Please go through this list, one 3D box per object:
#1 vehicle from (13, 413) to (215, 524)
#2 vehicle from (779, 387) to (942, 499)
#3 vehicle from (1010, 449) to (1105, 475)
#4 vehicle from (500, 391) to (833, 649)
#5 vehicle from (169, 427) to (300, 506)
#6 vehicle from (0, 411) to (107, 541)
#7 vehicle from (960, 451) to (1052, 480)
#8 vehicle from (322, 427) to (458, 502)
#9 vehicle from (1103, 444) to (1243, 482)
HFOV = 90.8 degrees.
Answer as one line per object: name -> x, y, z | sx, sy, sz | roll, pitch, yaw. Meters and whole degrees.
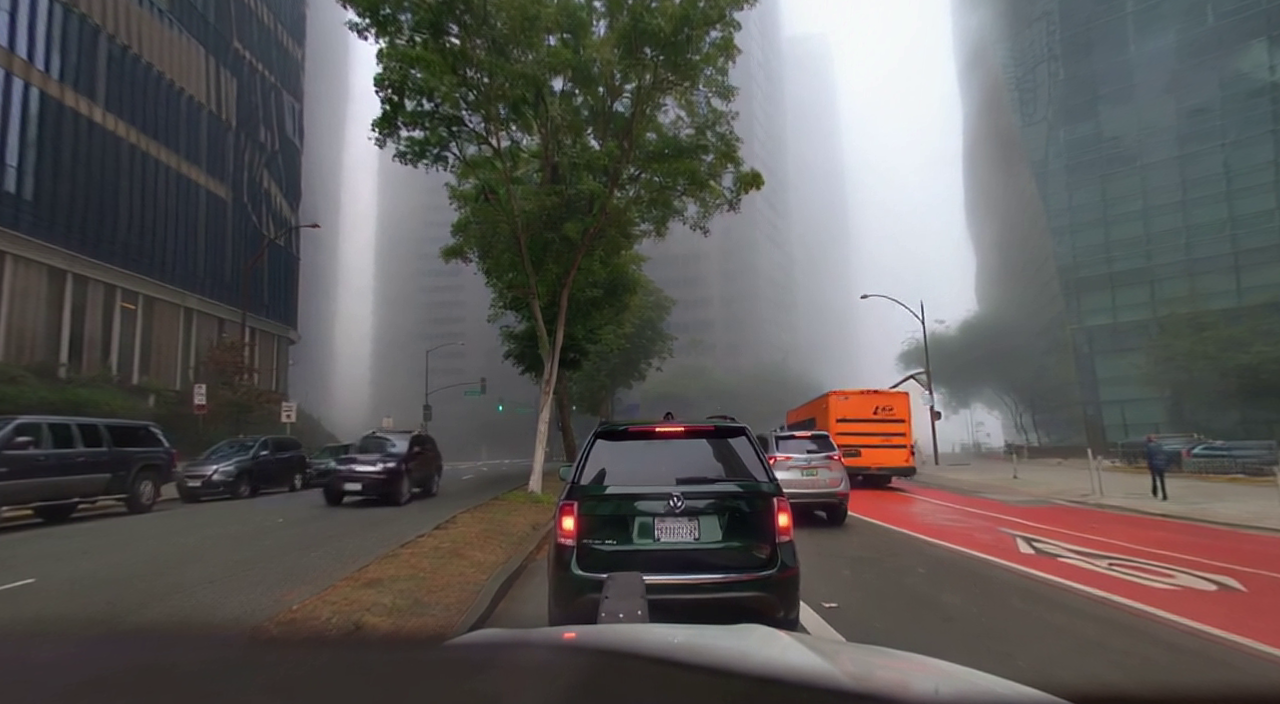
vehicle -> -10.861, 2.395, 13.397 | 1.482, 2.019, 3.297 | 0, -9, -4
vehicle -> 7.040, 3.109, 21.686 | 3.113, 3.116, 7.650 | 0, -8, 3
vehicle -> 28.114, 7.366, 42.719 | 5.153, 1.626, 1.895 | -6, -10, 33
vehicle -> 0.205, 1.421, 6.334 | 2.192, 1.695, 4.142 | 0, -8, 1
vehicle -> -11.198, 3.155, 17.745 | 1.559, 1.973, 3.419 | 1, -9, -5
vehicle -> -10.485, 1.913, 9.807 | 1.543, 1.946, 3.454 | 1, -9, -6
vehicle -> 23.891, 7.394, 41.323 | 4.956, 1.706, 1.822 | -6, -10, 33
vehicle -> -6.716, 3.060, 17.690 | 2.198, 1.779, 4.926 | 1, -8, -6
vehicle -> 30.828, 6.425, 36.874 | 5.890, 1.996, 2.155 | -6, -10, 34
